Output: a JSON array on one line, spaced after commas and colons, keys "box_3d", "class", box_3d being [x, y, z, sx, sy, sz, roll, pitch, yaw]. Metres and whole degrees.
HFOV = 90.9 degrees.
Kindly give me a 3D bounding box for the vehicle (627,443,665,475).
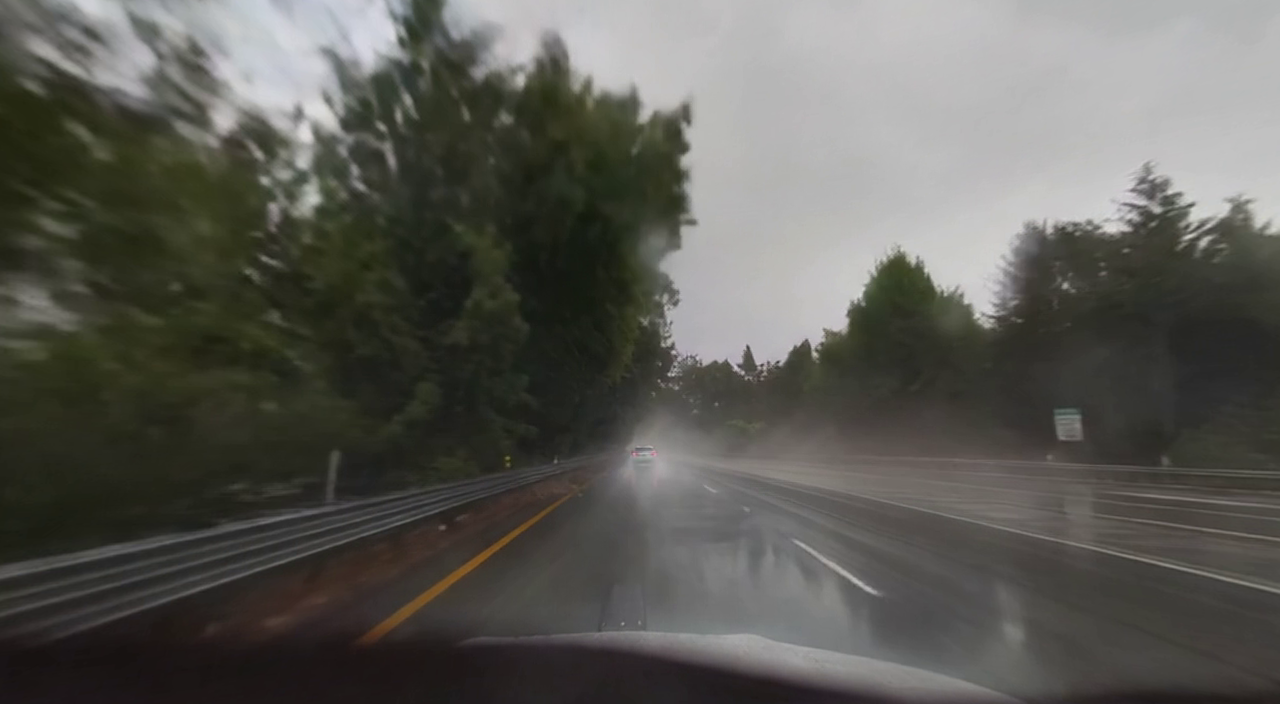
[{"box_3d": [0.290, 5.863, 34.671, 1.987, 1.658, 3.620, 0, -9, 0], "class": "vehicle"}]
